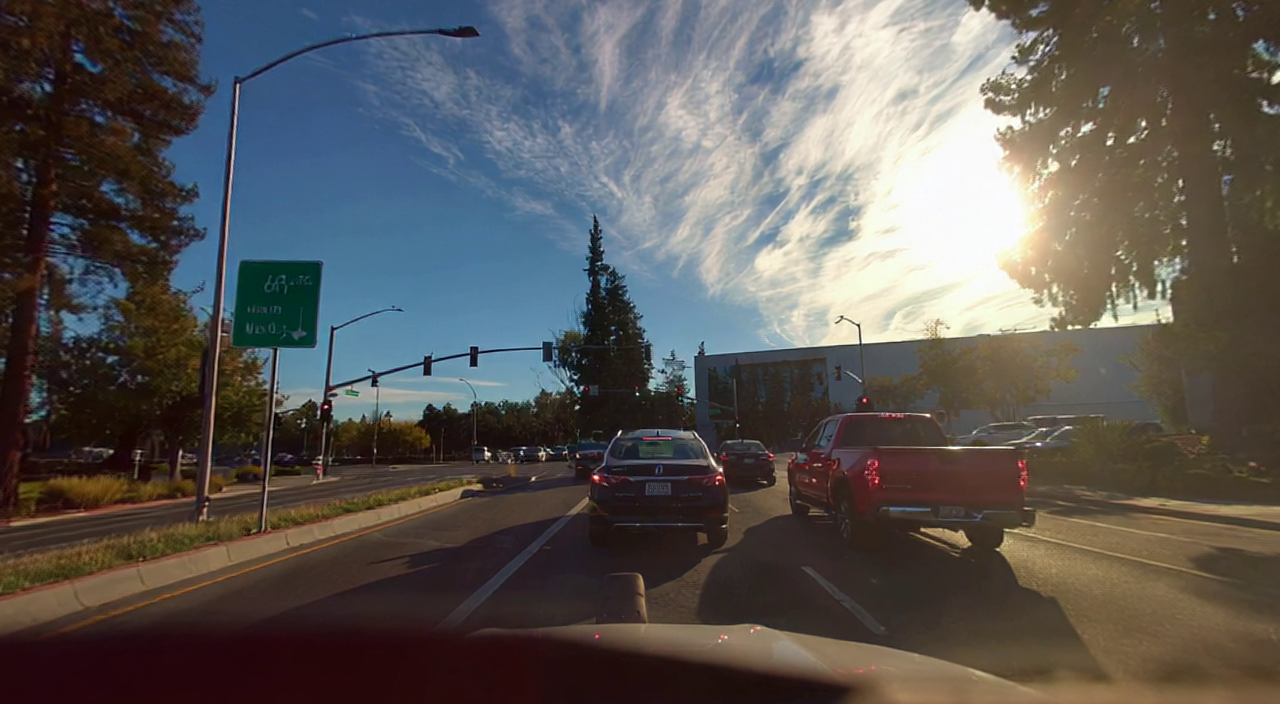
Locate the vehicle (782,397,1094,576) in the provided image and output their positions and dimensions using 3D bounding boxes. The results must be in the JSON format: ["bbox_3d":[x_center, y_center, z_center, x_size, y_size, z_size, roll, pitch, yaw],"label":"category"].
[{"bbox_3d":[3.394,1.628,8.360,2.099,1.725,4.290,0,-8,1],"label":"vehicle"}]

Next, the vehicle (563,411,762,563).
[{"bbox_3d":[0.252,1.775,8.961,2.168,1.641,4.039,0,-8,0],"label":"vehicle"}]
